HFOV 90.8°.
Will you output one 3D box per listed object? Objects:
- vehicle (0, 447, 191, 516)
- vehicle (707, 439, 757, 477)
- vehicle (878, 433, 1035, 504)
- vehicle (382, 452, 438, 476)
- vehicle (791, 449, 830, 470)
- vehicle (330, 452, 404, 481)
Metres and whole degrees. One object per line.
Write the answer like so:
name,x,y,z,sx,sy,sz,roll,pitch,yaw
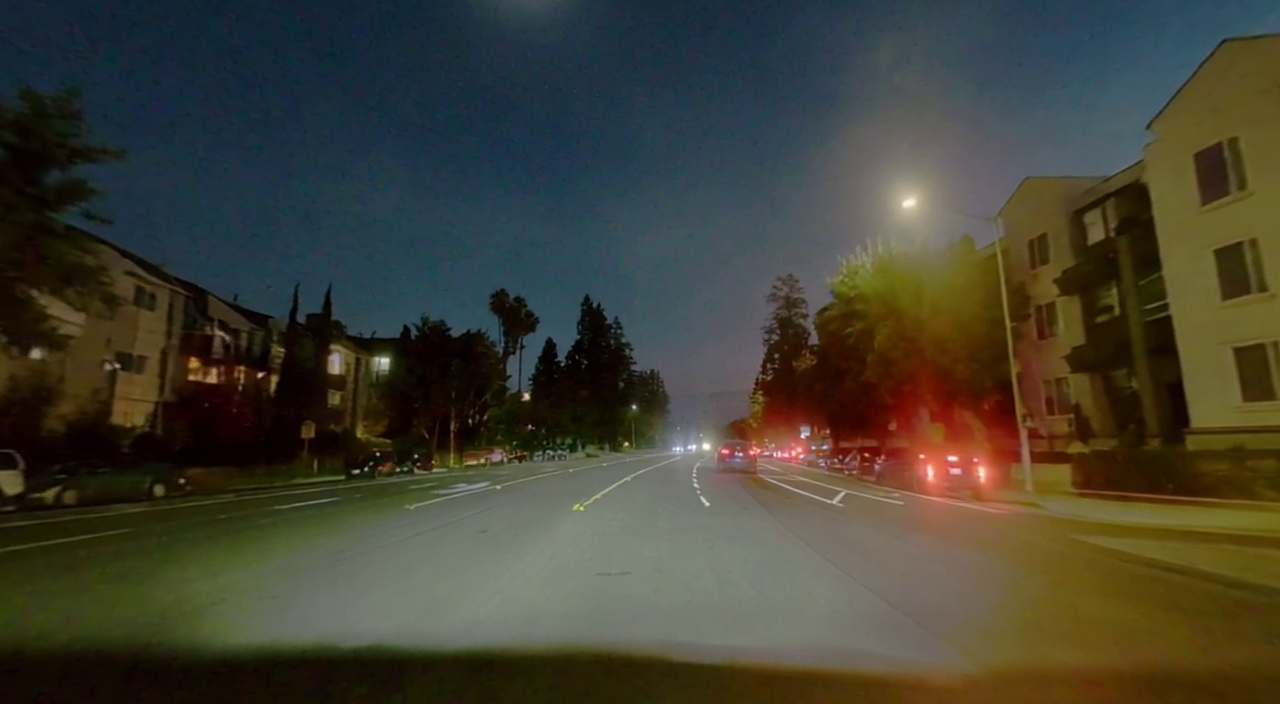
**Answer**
vehicle,-16.657,3.881,19.534,2.014,1.734,4.651,-2,-8,2
vehicle,4.547,5.297,31.749,2.085,1.763,4.490,-1,-8,4
vehicle,10.256,3.804,21.244,2.460,2.002,5.900,-1,-8,3
vehicle,-15.311,7.477,42.308,1.822,1.478,4.275,-1,-9,6
vehicle,12.251,7.760,45.755,1.856,1.448,4.484,-1,-9,4
vehicle,-15.727,6.614,36.733,2.002,1.510,4.755,-1,-9,3
